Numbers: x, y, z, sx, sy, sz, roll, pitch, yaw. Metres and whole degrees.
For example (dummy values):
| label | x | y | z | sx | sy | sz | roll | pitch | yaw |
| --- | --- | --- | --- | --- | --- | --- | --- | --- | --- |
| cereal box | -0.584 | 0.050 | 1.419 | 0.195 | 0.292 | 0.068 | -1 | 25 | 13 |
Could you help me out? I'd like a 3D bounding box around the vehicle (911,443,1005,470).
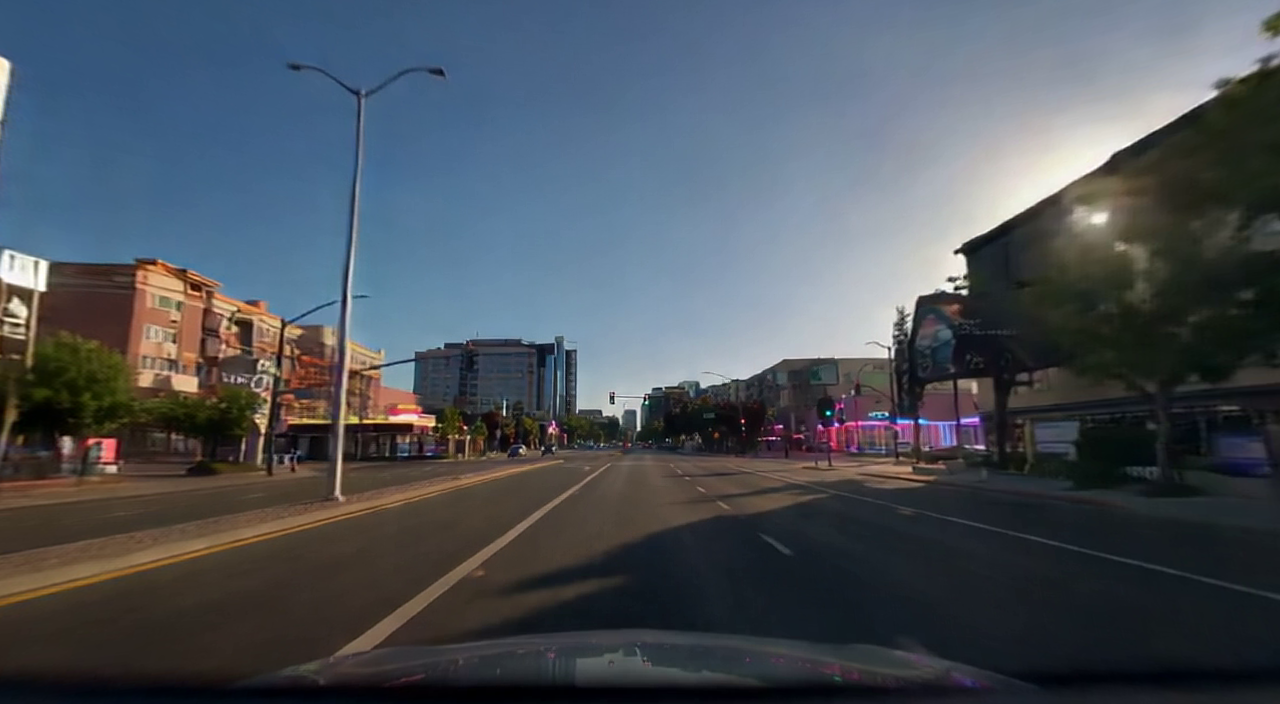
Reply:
| label | x | y | z | sx | sy | sz | roll | pitch | yaw |
| --- | --- | --- | --- | --- | --- | --- | --- | --- | --- |
| vehicle | 18.852 | 6.220 | 37.610 | 4.545 | 1.511 | 1.935 | 0 | -9 | -3 |
